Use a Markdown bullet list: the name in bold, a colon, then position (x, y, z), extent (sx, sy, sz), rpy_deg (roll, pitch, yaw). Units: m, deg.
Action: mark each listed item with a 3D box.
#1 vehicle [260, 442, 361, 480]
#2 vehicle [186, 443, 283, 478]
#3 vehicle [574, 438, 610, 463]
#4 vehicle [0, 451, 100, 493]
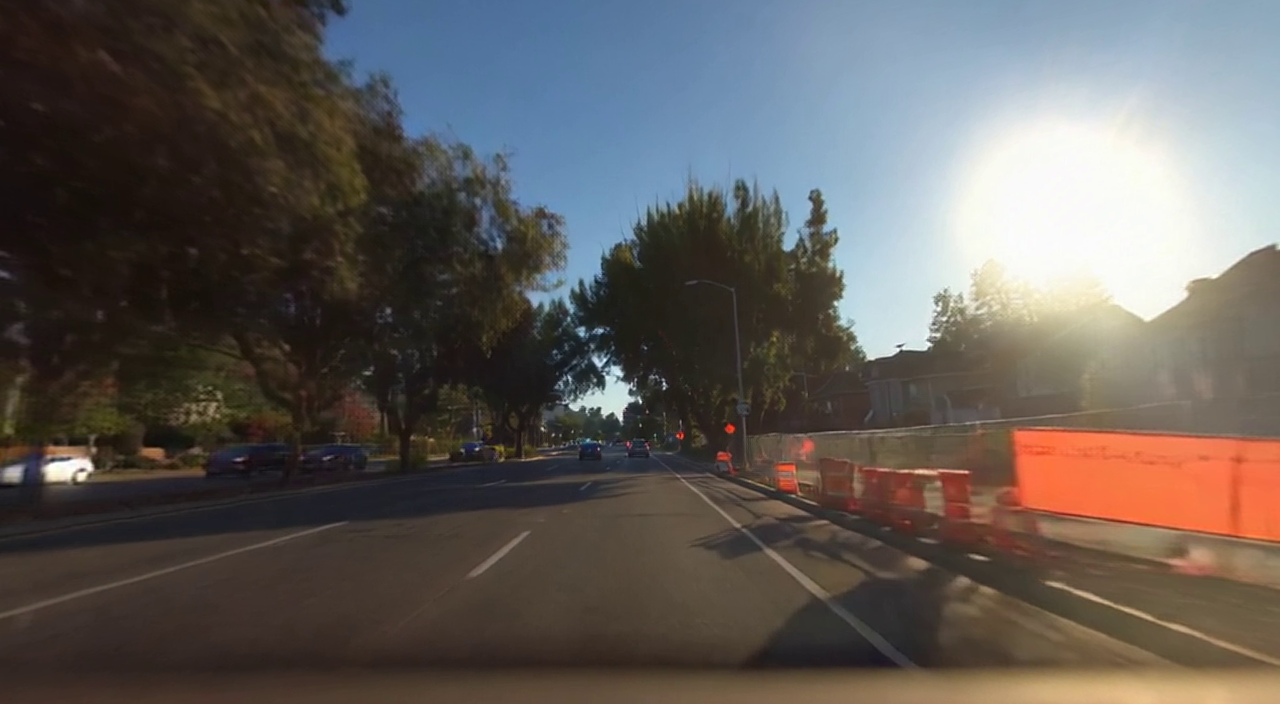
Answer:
- **vehicle**: position (-14.250, 4.732, 27.540), extent (1.953, 1.509, 4.452), rpy_deg (0, -9, 1)
- **vehicle**: position (-21.001, 5.626, 32.901), extent (2.020, 1.685, 4.491), rpy_deg (0, -9, 0)
- **vehicle**: position (-3.397, 7.113, 45.357), extent (2.198, 1.663, 4.519), rpy_deg (0, -9, 1)
- **vehicle**: position (-24.831, 4.804, 25.590), extent (1.834, 1.502, 4.346), rpy_deg (0, -9, 0)
